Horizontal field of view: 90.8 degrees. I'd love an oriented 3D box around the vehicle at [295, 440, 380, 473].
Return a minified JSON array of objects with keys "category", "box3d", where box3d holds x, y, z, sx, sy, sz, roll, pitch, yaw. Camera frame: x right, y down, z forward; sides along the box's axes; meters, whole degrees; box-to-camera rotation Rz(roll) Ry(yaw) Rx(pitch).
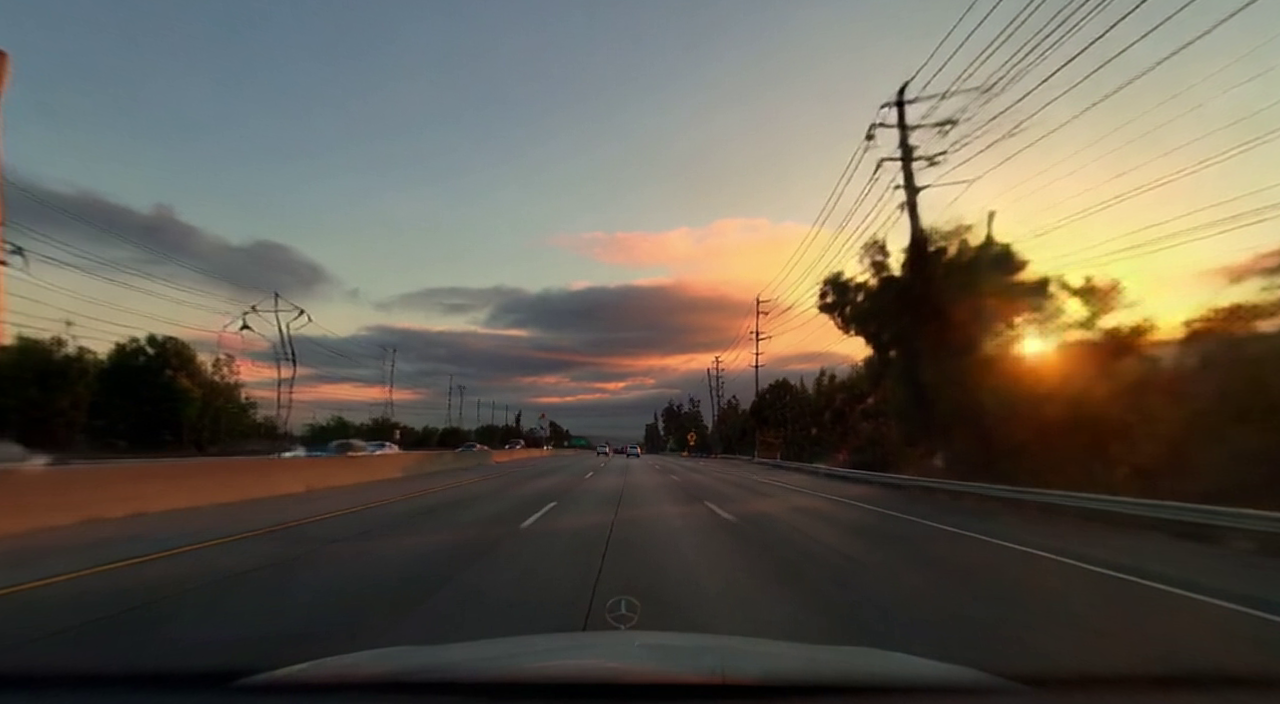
[{"category":"vehicle","box3d":[-14.325,4.956,30.171,1.931,1.471,4.264,0,-9,0]}]
